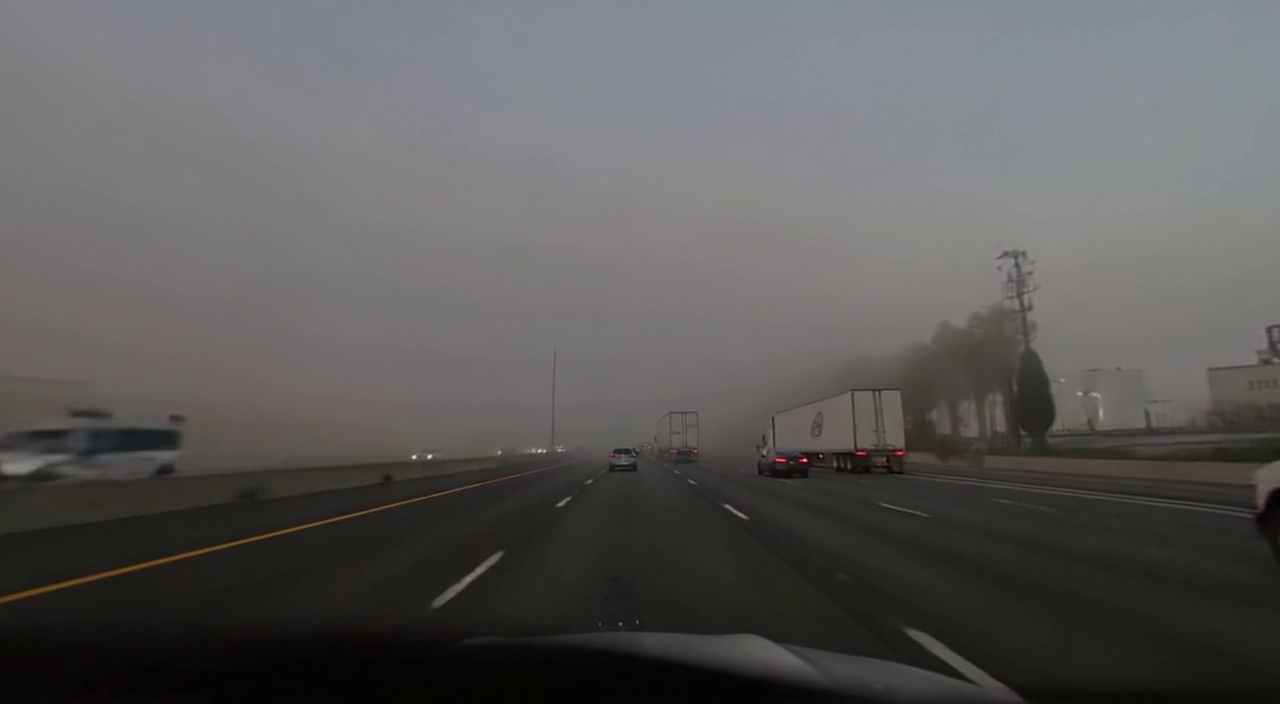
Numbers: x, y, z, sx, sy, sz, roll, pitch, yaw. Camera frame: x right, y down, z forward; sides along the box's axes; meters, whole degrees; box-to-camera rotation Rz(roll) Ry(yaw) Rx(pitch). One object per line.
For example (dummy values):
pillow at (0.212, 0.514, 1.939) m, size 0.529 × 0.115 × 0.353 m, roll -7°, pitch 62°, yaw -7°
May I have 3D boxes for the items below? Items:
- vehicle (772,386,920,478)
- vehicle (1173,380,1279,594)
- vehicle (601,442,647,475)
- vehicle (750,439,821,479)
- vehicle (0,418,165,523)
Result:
vehicle at (11.248, 4.963, 37.615) m, size 2.898 × 4.171 × 17.188 m, roll 0°, pitch -9°, yaw -1°
vehicle at (7.280, 1.004, 4.230) m, size 2.369 × 2.007 × 5.700 m, roll 0°, pitch -9°, yaw 0°
vehicle at (-0.782, 5.285, 31.544) m, size 2.163 × 1.551 × 4.180 m, roll 0°, pitch -9°, yaw -1°
vehicle at (6.479, 4.824, 28.728) m, size 2.154 × 1.658 × 4.347 m, roll 0°, pitch -9°, yaw -1°
vehicle at (-12.786, 2.345, 12.679) m, size 2.179 × 1.895 × 5.631 m, roll 0°, pitch -9°, yaw -1°
